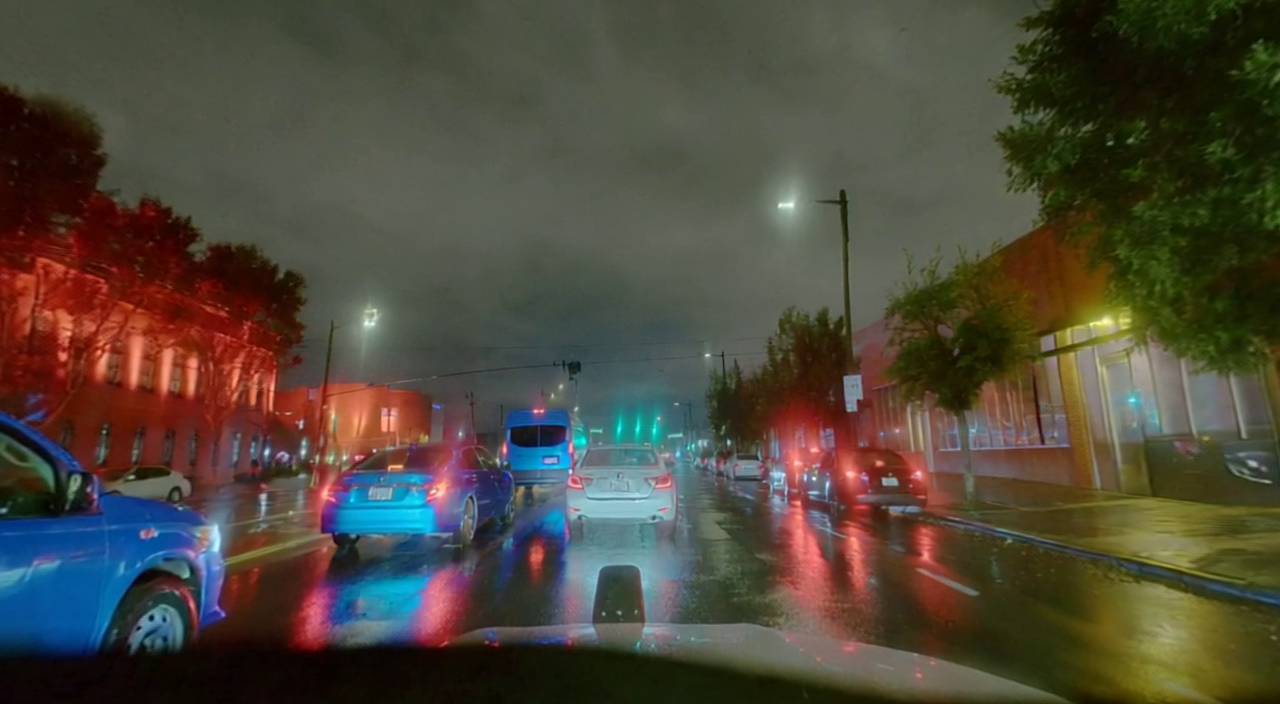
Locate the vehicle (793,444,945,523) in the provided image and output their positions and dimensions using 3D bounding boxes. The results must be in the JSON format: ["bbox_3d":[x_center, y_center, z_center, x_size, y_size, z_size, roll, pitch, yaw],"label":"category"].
[{"bbox_3d":[4.908,2.853,14.195,1.832,1.491,4.054,1,-9,-1],"label":"vehicle"}]

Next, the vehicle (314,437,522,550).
[{"bbox_3d":[-3.537,2.323,11.089,1.995,1.554,4.426,0,-9,1],"label":"vehicle"}]

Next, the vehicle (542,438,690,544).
[{"bbox_3d":[-0.373,2.352,11.300,2.152,1.518,4.113,0,-9,-1],"label":"vehicle"}]

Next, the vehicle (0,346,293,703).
[{"bbox_3d":[-3.714,0.820,2.316,2.140,1.768,4.685,0,-9,0],"label":"vehicle"}]
